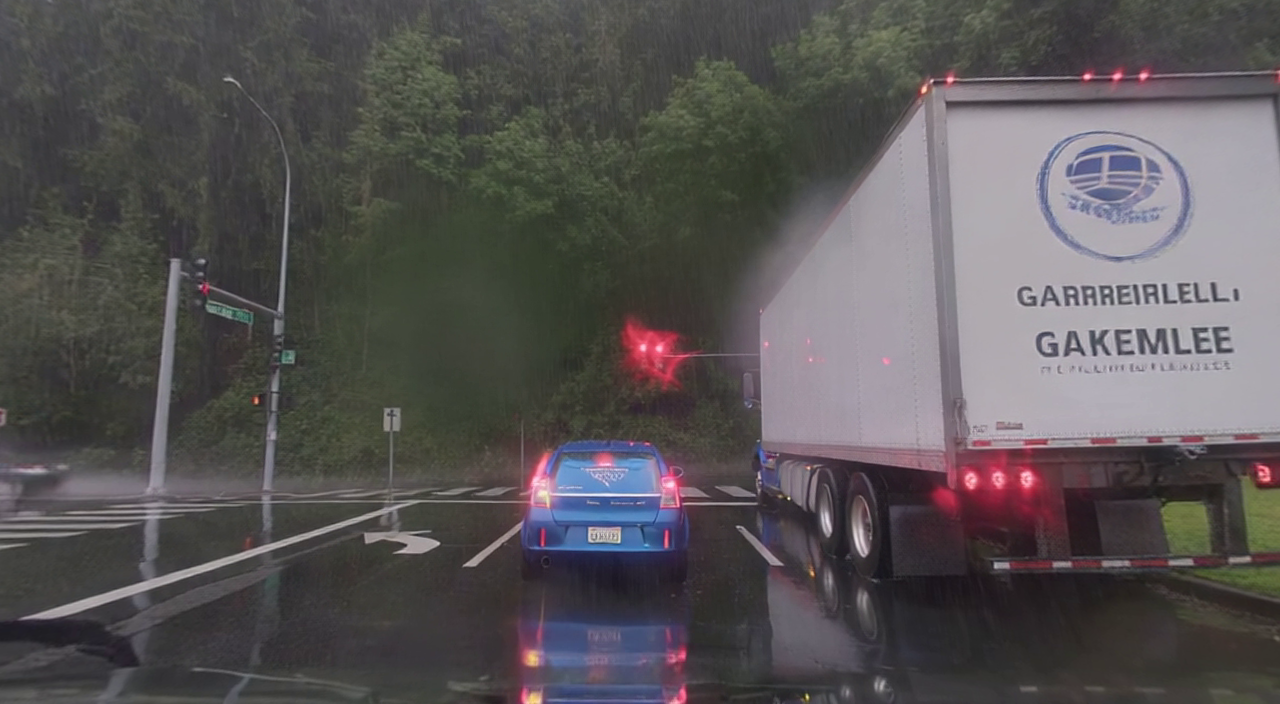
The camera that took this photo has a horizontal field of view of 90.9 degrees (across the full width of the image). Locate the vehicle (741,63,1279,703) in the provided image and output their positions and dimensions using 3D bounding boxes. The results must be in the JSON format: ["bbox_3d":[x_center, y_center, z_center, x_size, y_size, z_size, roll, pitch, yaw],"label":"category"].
[{"bbox_3d":[3.506,0.832,8.404,2.884,3.753,9.763,0,-9,1],"label":"vehicle"}]

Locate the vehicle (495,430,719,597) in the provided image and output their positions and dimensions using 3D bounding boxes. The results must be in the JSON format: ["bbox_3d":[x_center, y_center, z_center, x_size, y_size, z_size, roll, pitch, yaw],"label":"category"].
[{"bbox_3d":[-0.330,1.709,7.424,1.975,1.457,3.526,0,-9,-1],"label":"vehicle"}]
